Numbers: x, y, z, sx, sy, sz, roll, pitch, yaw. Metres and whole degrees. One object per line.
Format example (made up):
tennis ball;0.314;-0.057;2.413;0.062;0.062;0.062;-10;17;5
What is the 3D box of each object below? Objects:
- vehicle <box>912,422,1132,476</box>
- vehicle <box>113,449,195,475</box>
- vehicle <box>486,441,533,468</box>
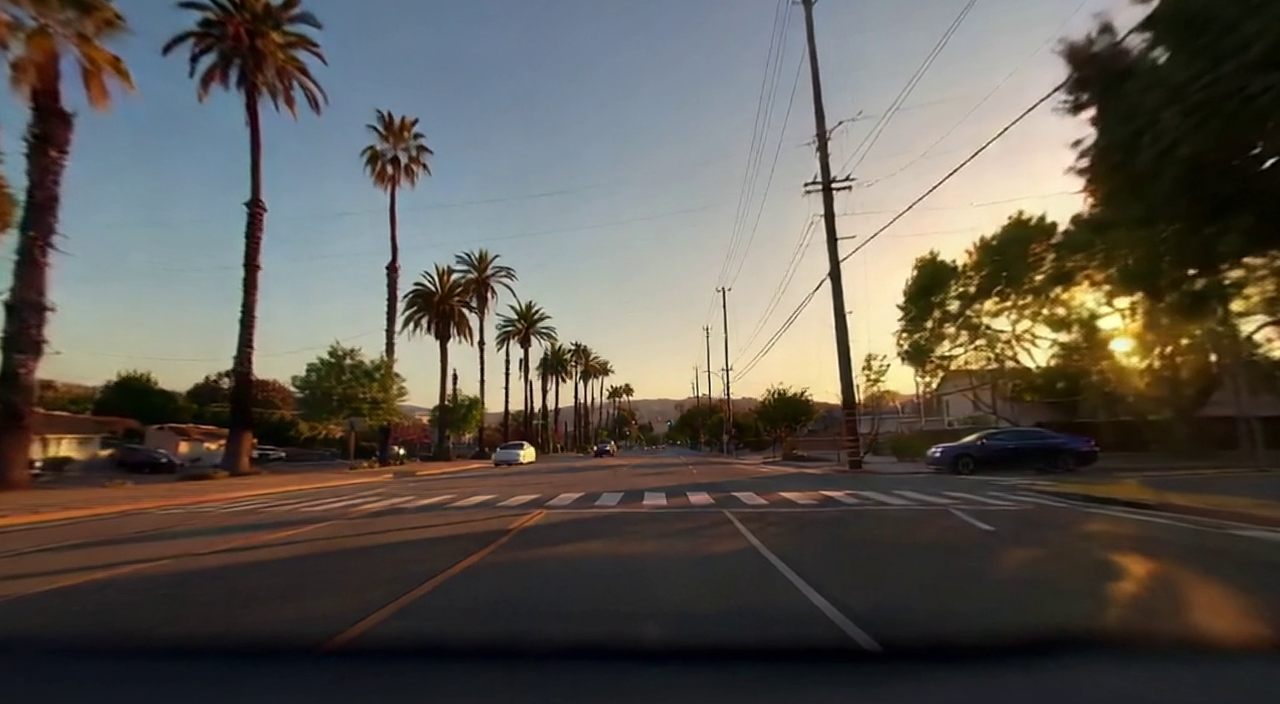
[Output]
vehicle;12.992;3.375;21.903;5.981;1.680;2.327;-1;-9;4
vehicle;-37.797;8.516;49.259;4.646;1.880;1.886;3;-8;-22
vehicle;-8.743;6.884;42.689;1.976;1.706;4.409;-1;-8;4
